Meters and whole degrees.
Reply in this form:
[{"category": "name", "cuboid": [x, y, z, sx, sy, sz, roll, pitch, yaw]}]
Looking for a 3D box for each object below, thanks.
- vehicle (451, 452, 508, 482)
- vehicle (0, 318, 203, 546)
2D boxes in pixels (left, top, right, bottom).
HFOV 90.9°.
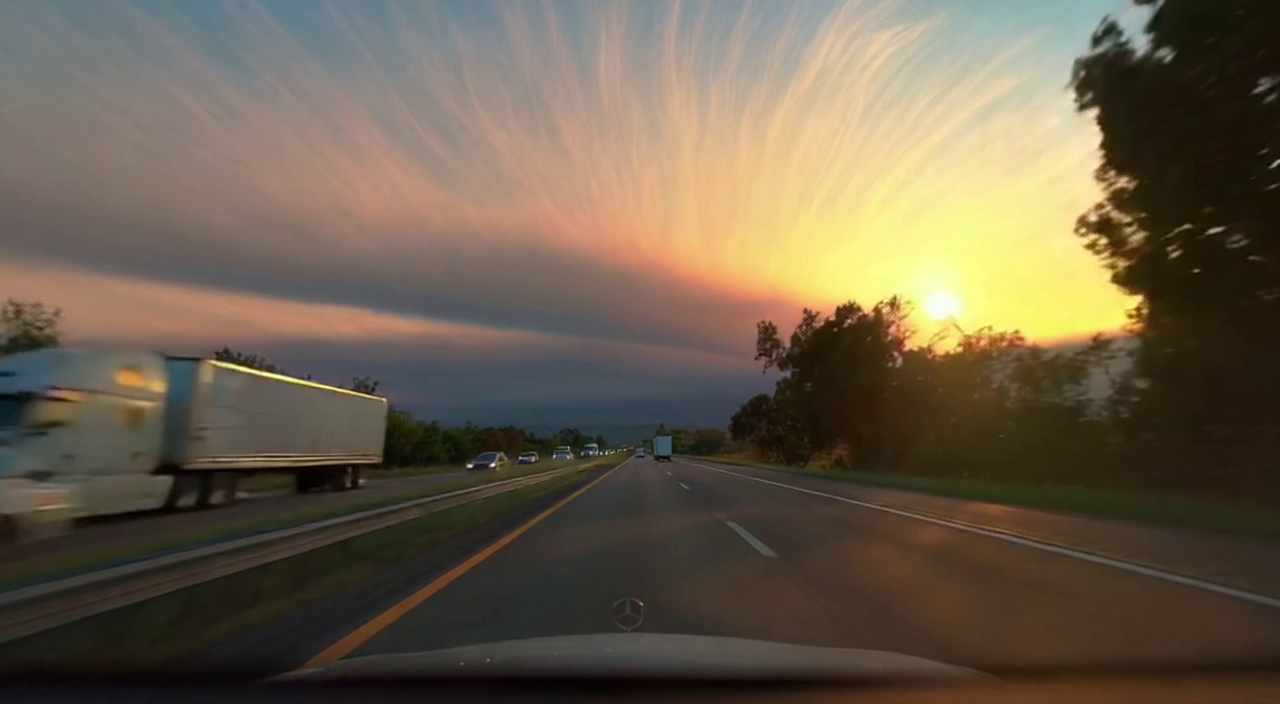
[{"category": "vehicle", "cuboid": [-8.738, 6.295, 34.670, 1.897, 1.485, 4.446, 0, -9, 0]}, {"category": "vehicle", "cuboid": [-12.926, 1.747, 13.320, 2.979, 4.027, 5.788, 0, -9, 0]}]
